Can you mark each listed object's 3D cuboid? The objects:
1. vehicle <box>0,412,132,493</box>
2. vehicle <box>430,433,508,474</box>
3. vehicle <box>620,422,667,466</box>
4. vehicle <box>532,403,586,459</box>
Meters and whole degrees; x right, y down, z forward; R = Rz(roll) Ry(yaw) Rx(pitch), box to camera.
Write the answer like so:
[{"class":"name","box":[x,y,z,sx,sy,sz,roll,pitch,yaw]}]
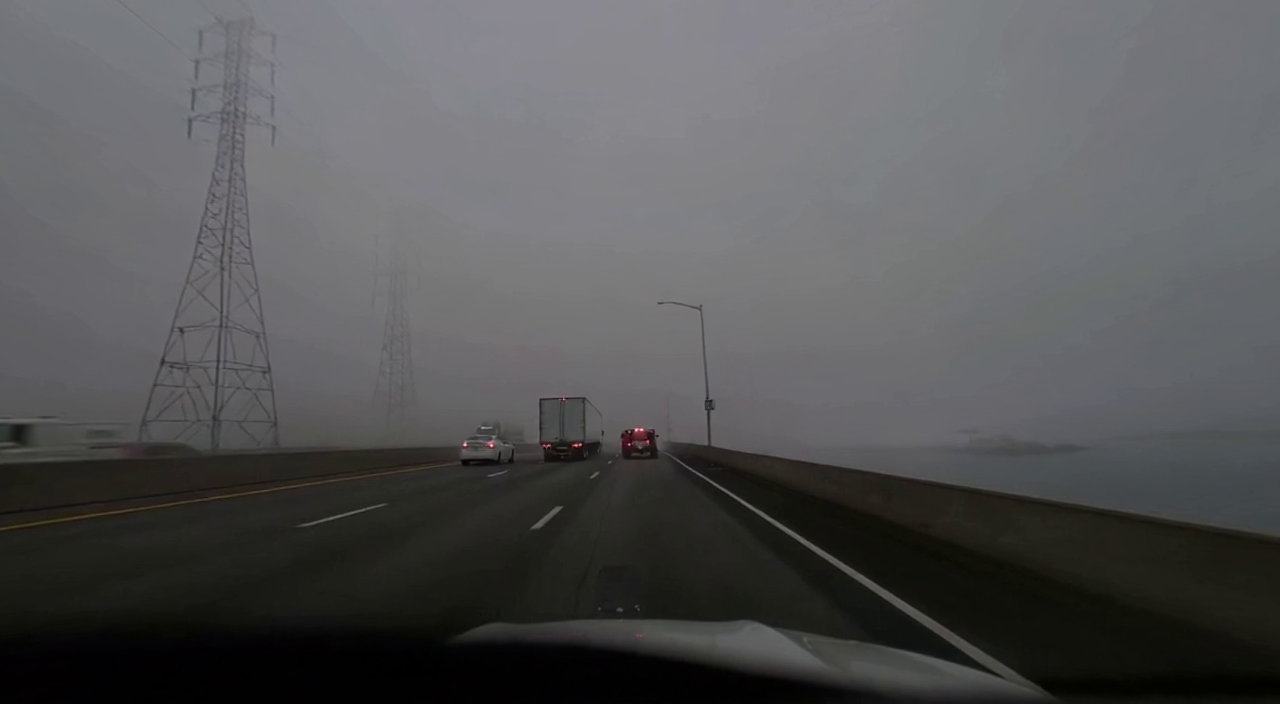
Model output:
[{"class":"vehicle","box":[-15.679,2.477,15.649,2.059,1.820,4.860,0,-8,0]},{"class":"vehicle","box":[-7.023,4.214,26.461,2.004,1.545,4.513,0,-8,0]},{"class":"vehicle","box":[0.172,4.950,33.890,2.358,2.144,4.713,0,-8,0]},{"class":"vehicle","box":[-3.733,3.695,29.499,2.178,2.522,2.054,0,-8,1]}]
